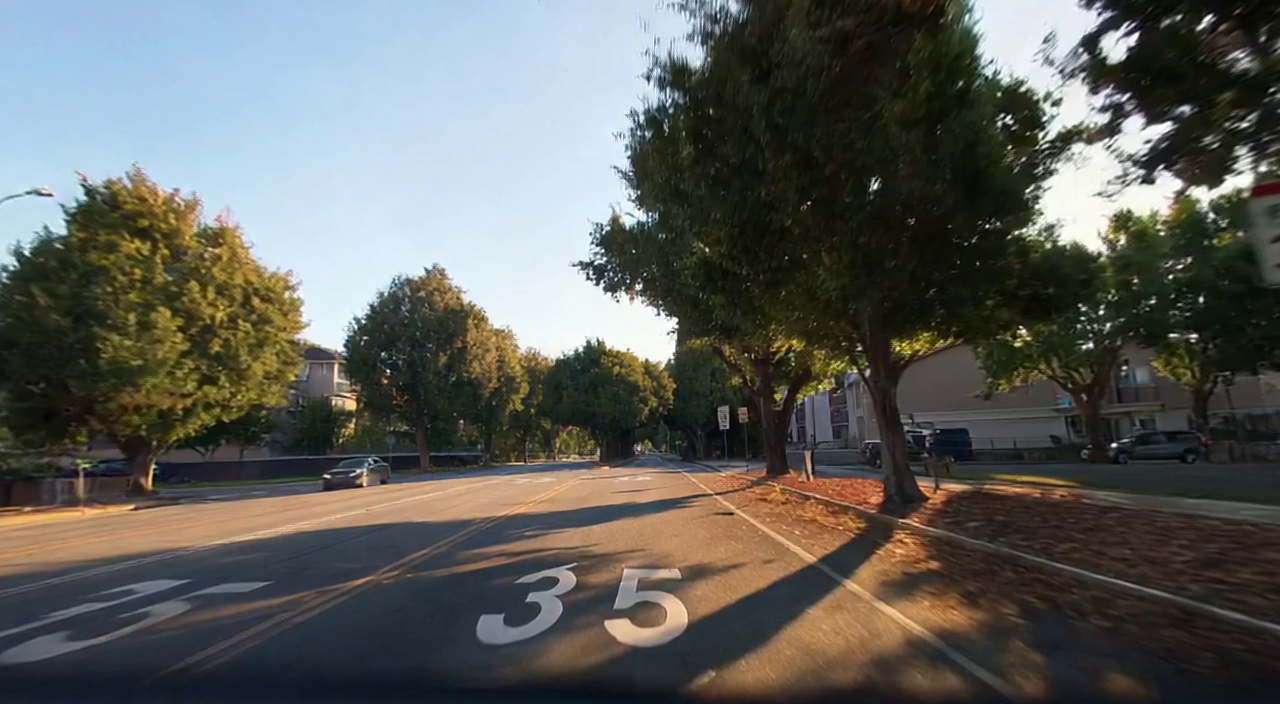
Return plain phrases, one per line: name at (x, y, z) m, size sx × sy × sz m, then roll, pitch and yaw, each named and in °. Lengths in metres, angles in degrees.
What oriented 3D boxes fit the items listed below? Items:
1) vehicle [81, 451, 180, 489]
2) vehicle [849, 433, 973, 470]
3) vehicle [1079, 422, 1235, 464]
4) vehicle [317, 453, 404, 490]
vehicle at (-32.205, 7.428, 40.135) m, size 1.990 × 2.165 × 4.424 m, roll -2°, pitch -9°, yaw 13°
vehicle at (11.501, 4.262, 27.191) m, size 1.809 × 1.432 × 4.629 m, roll 5°, pitch -10°, yaw -31°
vehicle at (22.964, 4.126, 28.301) m, size 1.866 × 1.483 × 4.910 m, roll 1°, pitch -10°, yaw -30°
vehicle at (-13.121, 5.599, 30.042) m, size 1.972 × 1.551 × 4.755 m, roll -1°, pitch -9°, yaw 0°
